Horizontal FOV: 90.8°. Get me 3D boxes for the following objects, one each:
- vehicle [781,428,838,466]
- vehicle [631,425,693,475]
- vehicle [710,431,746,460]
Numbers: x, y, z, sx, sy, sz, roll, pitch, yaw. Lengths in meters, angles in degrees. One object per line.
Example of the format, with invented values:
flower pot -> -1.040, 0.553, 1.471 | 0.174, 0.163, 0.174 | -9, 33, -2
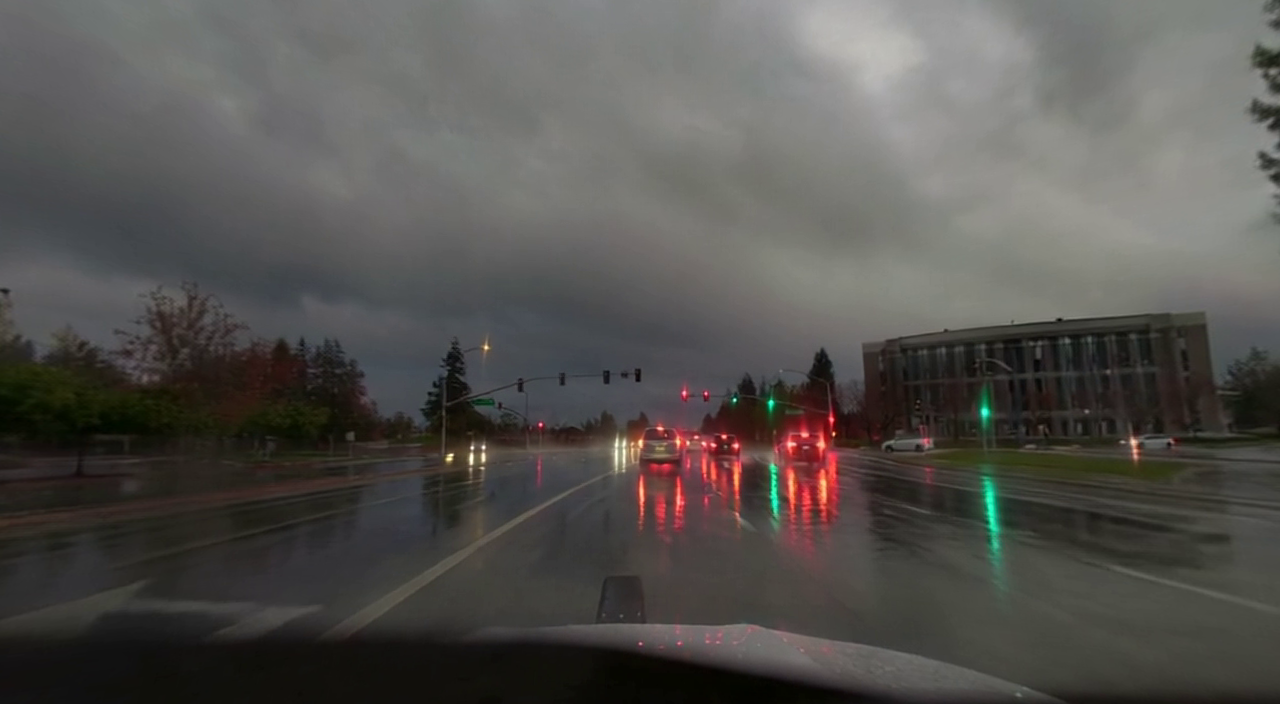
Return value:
vehicle -> 8.731, 4.974, 32.948 | 2.074, 1.791, 4.393 | -1, -9, 5
vehicle -> 0.925, 3.883, 24.988 | 2.211, 1.795, 4.179 | -1, -9, 4
vehicle -> 5.809, 6.192, 41.590 | 2.188, 1.774, 4.646 | -1, -9, 8
